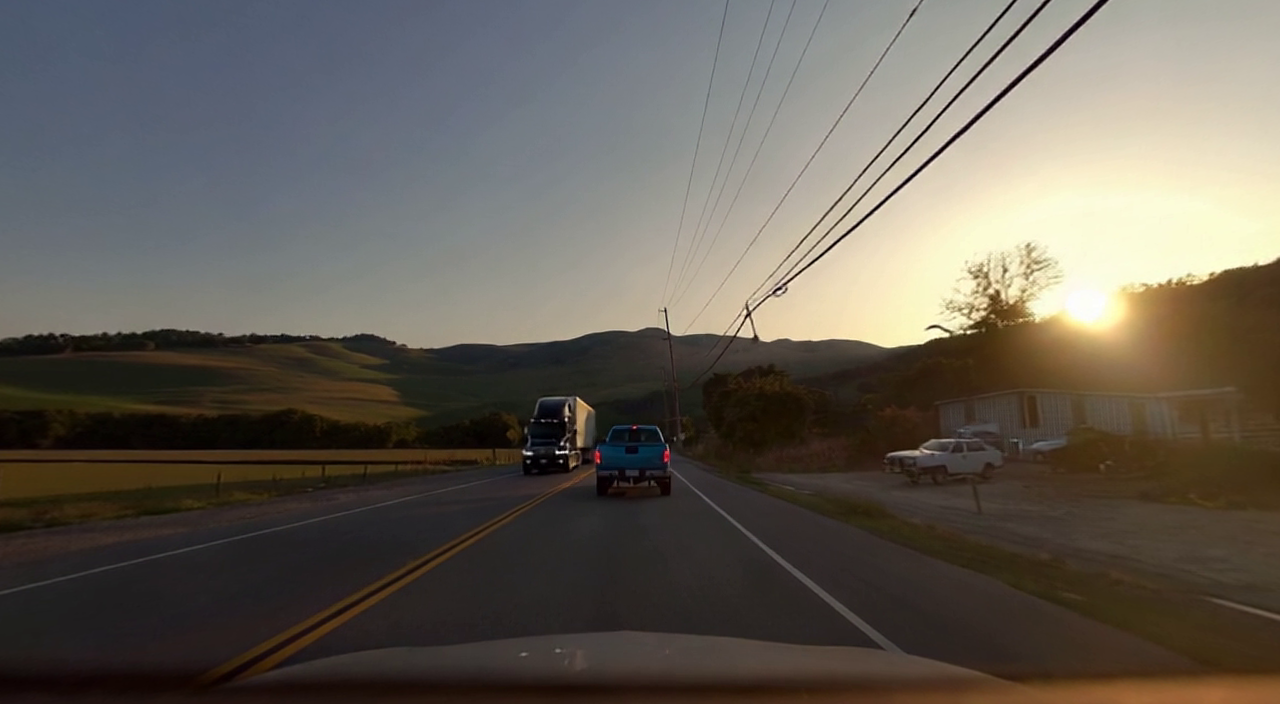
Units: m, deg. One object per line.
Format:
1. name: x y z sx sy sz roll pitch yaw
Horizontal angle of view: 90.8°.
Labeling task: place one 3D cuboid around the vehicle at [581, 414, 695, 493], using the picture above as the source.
1. vehicle: -0.079 3.159 20.074 2.921 2.031 7.416 0 -8 0

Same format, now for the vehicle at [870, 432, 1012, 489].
1. vehicle: 10.670 3.743 22.205 5.304 1.754 2.340 6 -11 -39

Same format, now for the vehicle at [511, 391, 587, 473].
1. vehicle: -4.789 4.469 34.938 3.063 3.986 7.883 0 -8 0
